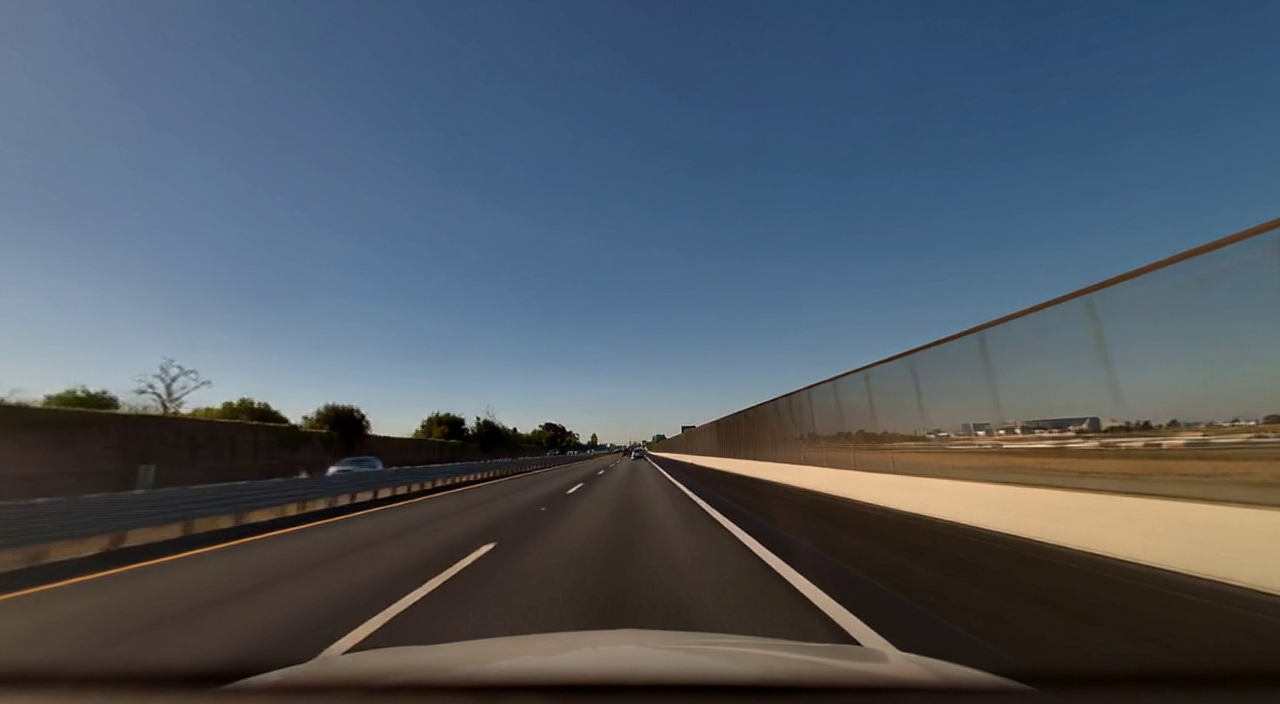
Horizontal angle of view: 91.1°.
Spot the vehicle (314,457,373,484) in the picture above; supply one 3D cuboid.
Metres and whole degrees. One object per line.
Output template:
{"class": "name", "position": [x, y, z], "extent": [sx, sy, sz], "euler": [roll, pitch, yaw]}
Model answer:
{"class": "vehicle", "position": [-17.544, 7.013, 37.398], "extent": [1.713, 1.429, 3.688], "euler": [0, -9, 0]}
